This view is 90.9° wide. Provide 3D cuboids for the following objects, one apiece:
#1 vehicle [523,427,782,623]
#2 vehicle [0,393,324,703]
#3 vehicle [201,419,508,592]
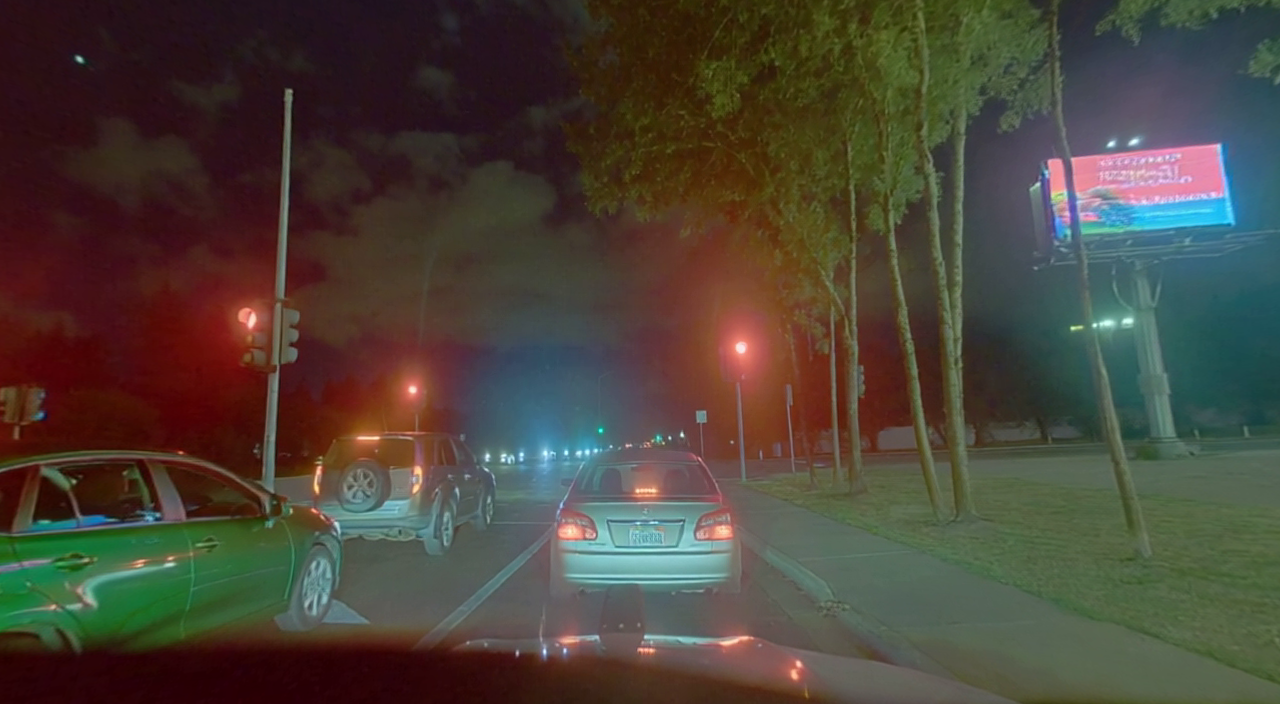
[{"bbox_3d":[0.031,1.591,6.625,1.977,1.467,3.474,0,-9,-2],"label":"vehicle"},{"bbox_3d":[-3.146,0.951,2.410,1.808,1.520,3.846,-1,-9,1],"label":"vehicle"},{"bbox_3d":[-3.170,1.786,8.126,1.950,1.628,4.082,-1,-9,1],"label":"vehicle"}]
